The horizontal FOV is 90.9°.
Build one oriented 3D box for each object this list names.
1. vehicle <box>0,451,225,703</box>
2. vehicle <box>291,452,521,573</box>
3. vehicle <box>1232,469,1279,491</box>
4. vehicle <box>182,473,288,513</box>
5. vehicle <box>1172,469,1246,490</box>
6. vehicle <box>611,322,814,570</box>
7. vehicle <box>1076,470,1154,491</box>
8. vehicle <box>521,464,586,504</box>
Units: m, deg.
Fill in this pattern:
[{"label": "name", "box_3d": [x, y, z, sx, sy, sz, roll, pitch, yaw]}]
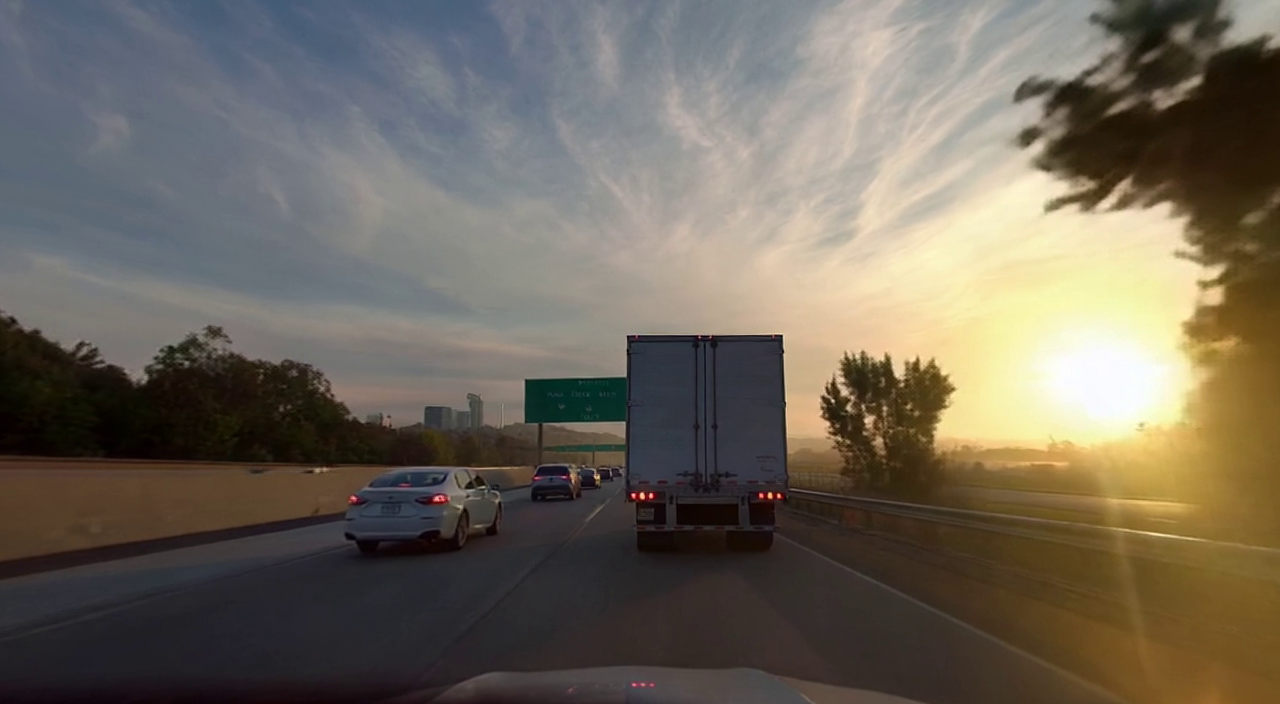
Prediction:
[{"label": "vehicle", "box_3d": [-4.232, 1.066, 2.480, 2.043, 1.391, 4.515, 0, -11, 1]}, {"label": "vehicle", "box_3d": [-3.491, 2.524, 10.574, 1.983, 1.509, 4.679, 0, -11, 1]}, {"label": "vehicle", "box_3d": [49.265, 10.024, 49.329, 4.681, 1.572, 1.862, 3, -11, -15]}, {"label": "vehicle", "box_3d": [-17.420, 6.064, 27.372, 1.844, 1.500, 3.914, 0, -11, 2]}, {"label": "vehicle", "box_3d": [43.210, 9.708, 47.879, 3.974, 1.485, 1.709, 1, -11, -4]}, {"label": "vehicle", "box_3d": [1.121, 2.086, 13.399, 2.831, 3.529, 8.689, 0, -11, 1]}, {"label": "vehicle", "box_3d": [36.004, 9.734, 47.850, 4.299, 1.465, 1.807, -1, -11, 7]}, {"label": "vehicle", "box_3d": [-3.521, 5.482, 26.344, 1.964, 1.482, 4.371, 0, -11, 2]}]
